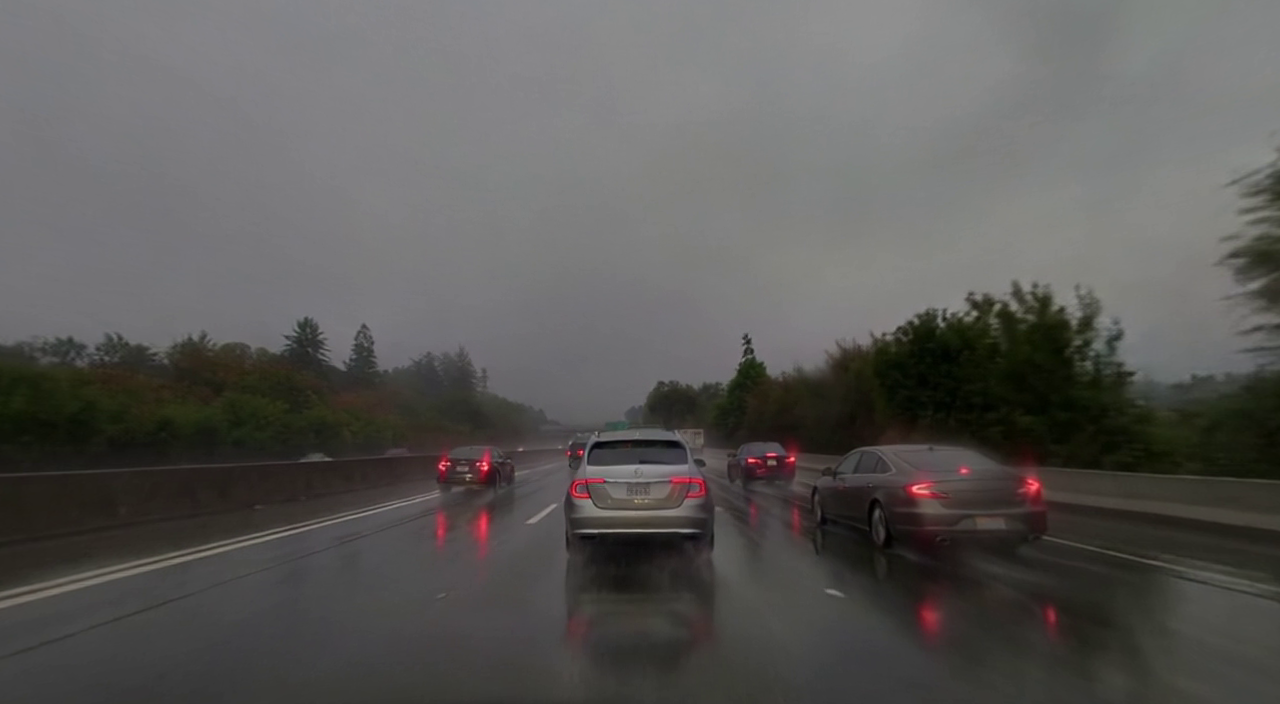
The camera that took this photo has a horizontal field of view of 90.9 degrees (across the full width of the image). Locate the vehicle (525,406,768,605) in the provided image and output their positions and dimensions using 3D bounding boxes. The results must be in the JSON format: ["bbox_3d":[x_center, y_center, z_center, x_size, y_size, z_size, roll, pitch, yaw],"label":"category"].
[{"bbox_3d":[0.010,1.620,7.421,2.093,1.695,3.782,0,-9,-2],"label":"vehicle"}]

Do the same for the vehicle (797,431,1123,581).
[{"bbox_3d":[3.684,1.856,8.440,1.953,1.434,4.511,0,-9,-1],"label":"vehicle"}]

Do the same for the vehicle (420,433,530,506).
[{"bbox_3d":[-4.250,3.100,16.931,1.890,1.708,3.844,0,-9,0],"label":"vehicle"}]
